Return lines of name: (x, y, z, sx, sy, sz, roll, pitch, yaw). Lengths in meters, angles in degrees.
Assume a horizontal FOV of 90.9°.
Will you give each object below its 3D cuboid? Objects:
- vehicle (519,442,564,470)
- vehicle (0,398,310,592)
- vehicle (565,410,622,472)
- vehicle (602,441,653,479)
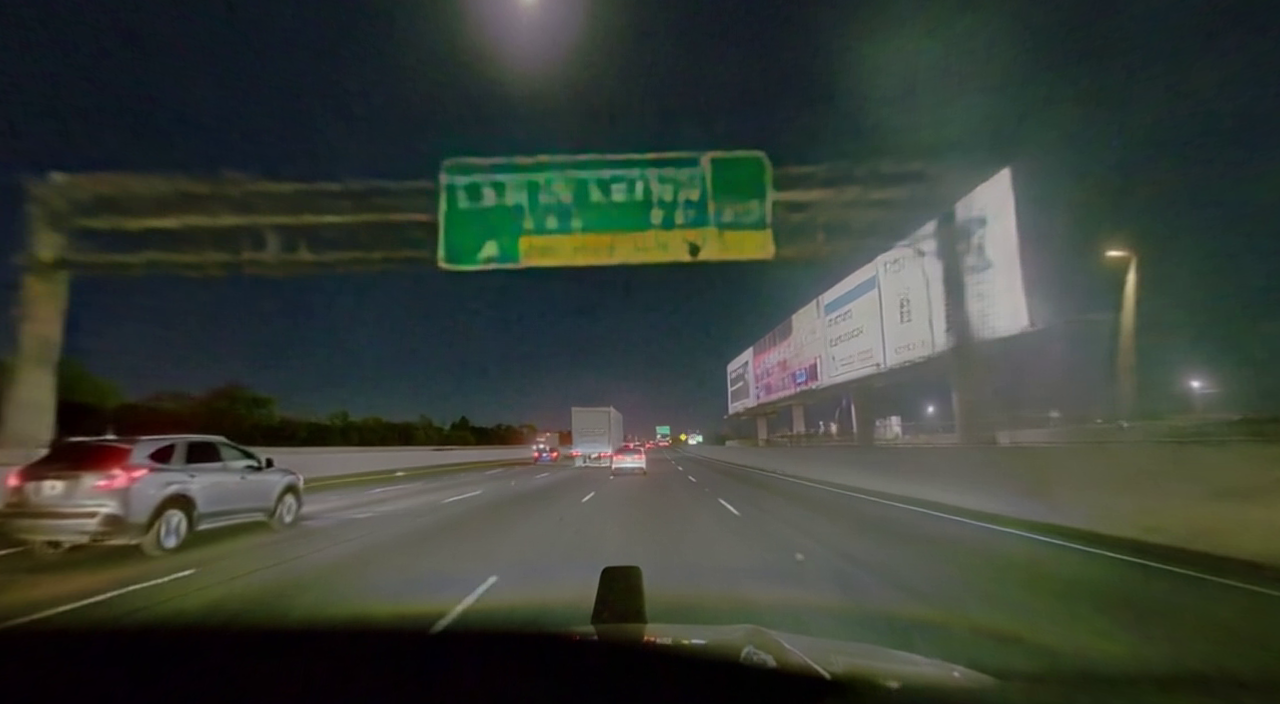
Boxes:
vehicle: (-6.399, 6.844, 41.585, 2.124, 1.674, 4.541, 0, -9, 1)
vehicle: (-6.996, 1.695, 8.339, 2.401, 1.759, 5.126, 0, -9, 1)
vehicle: (-2.753, 5.701, 40.023, 2.794, 3.460, 8.595, 0, -9, 1)
vehicle: (-0.543, 4.840, 28.425, 2.168, 1.597, 3.615, 0, -9, -1)
